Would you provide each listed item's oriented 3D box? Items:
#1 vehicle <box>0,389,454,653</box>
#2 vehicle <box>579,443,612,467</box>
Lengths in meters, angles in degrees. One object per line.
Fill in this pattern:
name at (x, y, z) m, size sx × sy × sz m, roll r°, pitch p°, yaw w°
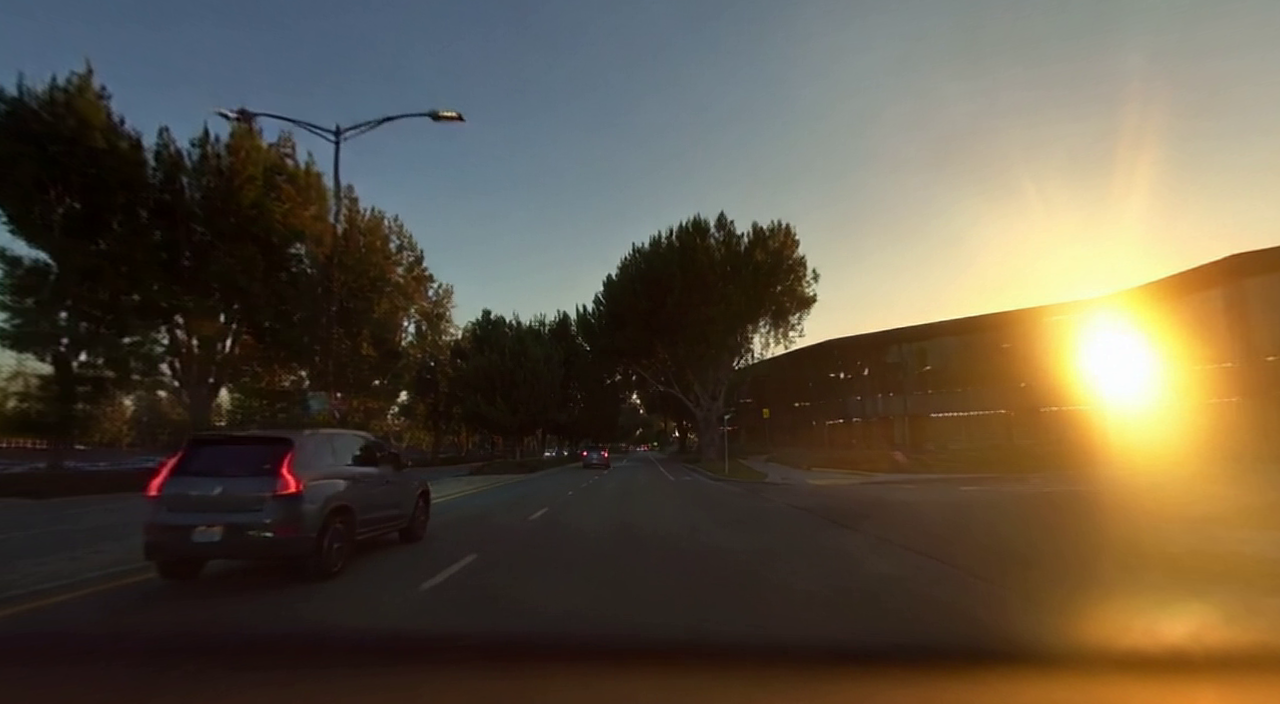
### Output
vehicle at (-3.776, 1.448, 6.531) m, size 2.202 × 1.685 × 4.772 m, roll 0°, pitch -9°, yaw 1°
vehicle at (-3.415, 8.023, 49.398) m, size 2.179 × 1.771 × 4.267 m, roll 0°, pitch -9°, yaw 1°
